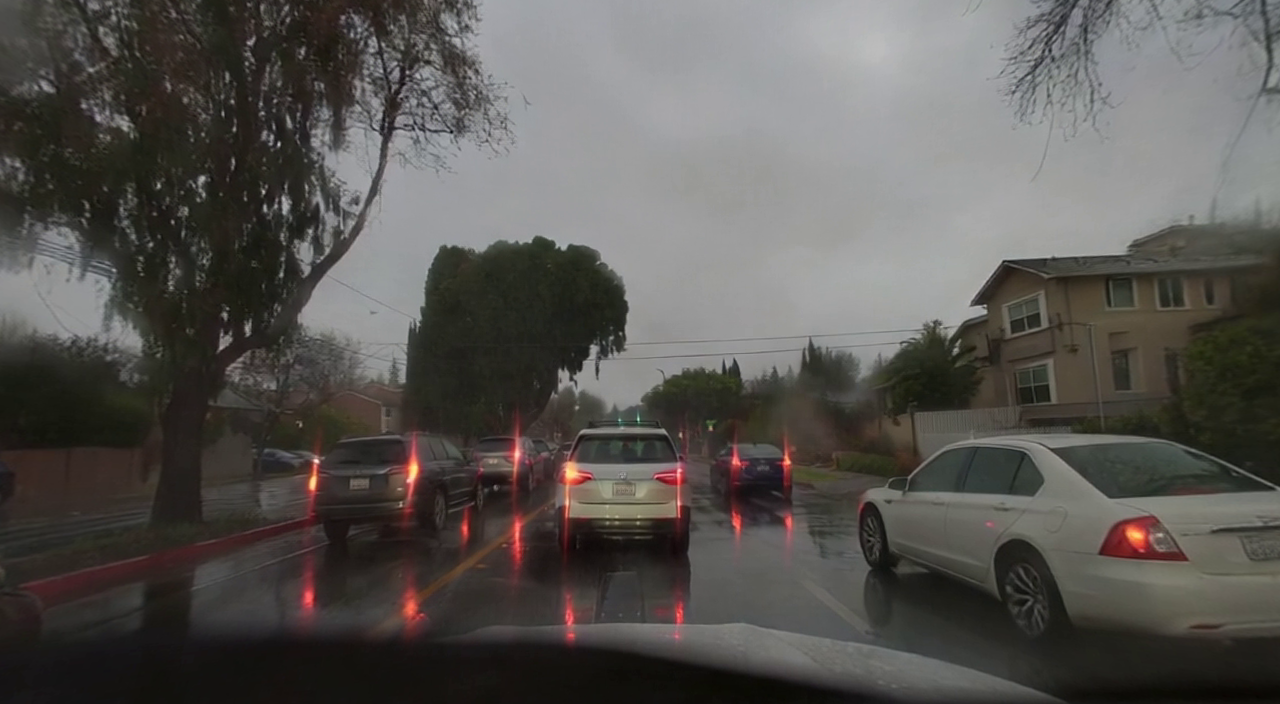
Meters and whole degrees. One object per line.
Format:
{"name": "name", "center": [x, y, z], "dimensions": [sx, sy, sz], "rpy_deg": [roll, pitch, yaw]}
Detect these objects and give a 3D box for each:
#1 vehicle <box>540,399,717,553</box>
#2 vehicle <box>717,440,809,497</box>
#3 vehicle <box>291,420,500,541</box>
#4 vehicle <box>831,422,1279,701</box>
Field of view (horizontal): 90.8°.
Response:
{"name": "vehicle", "center": [-0.231, 1.826, 9.940], "dimensions": [2.164, 1.867, 4.254], "rpy_deg": [0, -8, -3]}
{"name": "vehicle", "center": [3.501, 3.373, 18.736], "dimensions": [1.880, 1.476, 3.932], "rpy_deg": [0, -8, -1]}
{"name": "vehicle", "center": [-3.717, 2.019, 10.585], "dimensions": [1.864, 1.576, 4.324], "rpy_deg": [0, -8, -1]}
{"name": "vehicle", "center": [3.474, 1.462, 5.757], "dimensions": [1.977, 1.480, 4.589], "rpy_deg": [0, -8, -1]}
